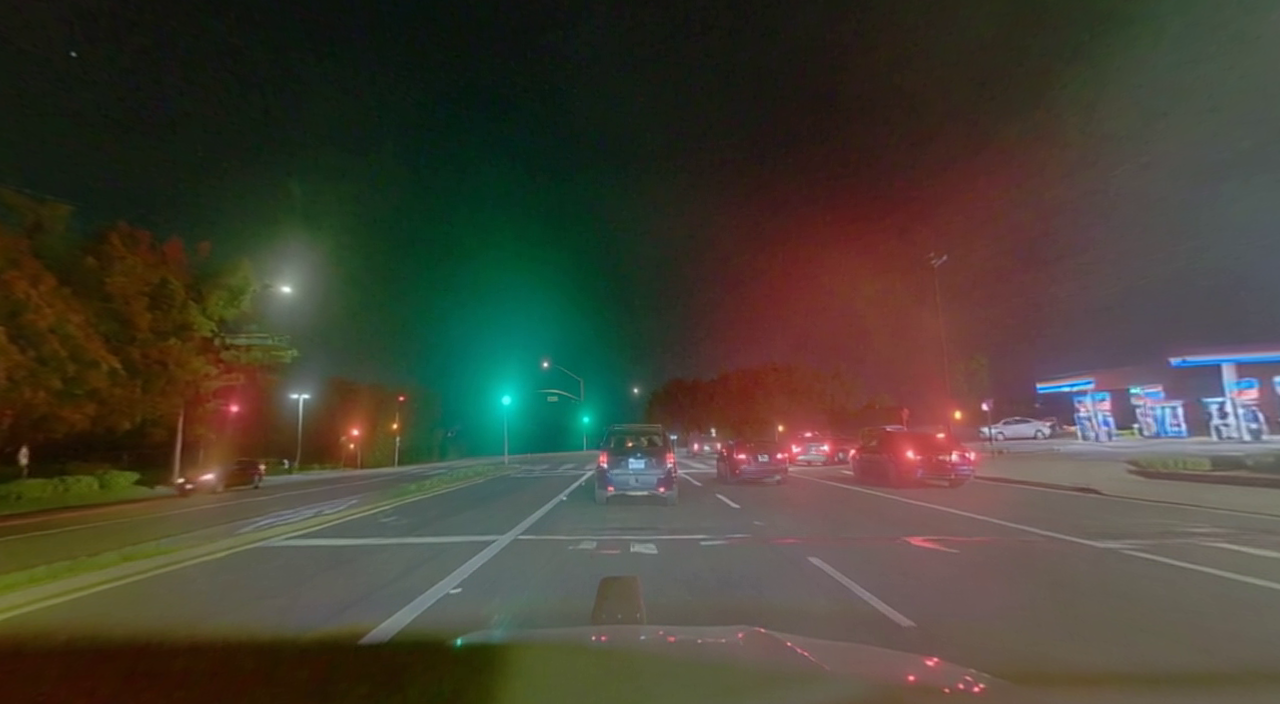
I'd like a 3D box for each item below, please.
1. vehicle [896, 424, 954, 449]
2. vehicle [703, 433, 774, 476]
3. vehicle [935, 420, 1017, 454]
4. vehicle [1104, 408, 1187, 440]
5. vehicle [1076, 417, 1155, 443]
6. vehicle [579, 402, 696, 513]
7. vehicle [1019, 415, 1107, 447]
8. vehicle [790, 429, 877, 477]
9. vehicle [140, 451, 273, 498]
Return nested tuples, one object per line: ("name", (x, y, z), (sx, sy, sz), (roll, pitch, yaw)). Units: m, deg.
("vehicle", (19.733, 5.881, 43.941), (1.925, 1.629, 4.331), (0, -8, -1))
("vehicle", (3.666, 3.901, 24.297), (1.940, 1.474, 4.234), (0, -8, -2))
("vehicle", (19.899, 5.066, 37.719), (1.929, 1.763, 5.190), (-3, -8, -1))
("vehicle", (30.567, 4.440, 38.375), (1.769, 1.782, 4.068), (-1, -8, 3))
("vehicle", (27.792, 4.608, 37.064), (1.709, 1.423, 3.660), (0, -8, 0))
("vehicle", (-0.076, 2.203, 13.524), (2.038, 1.917, 4.900), (0, -8, -1))
("vehicle", (25.251, 4.783, 37.933), (2.107, 1.806, 4.410), (0, -8, -2))
("vehicle", (6.981, 3.681, 23.254), (1.793, 1.585, 4.130), (0, -8, -2))
("vehicle", (-16.685, 4.703, 24.703), (1.942, 1.479, 4.765), (-4, -8, -1))
